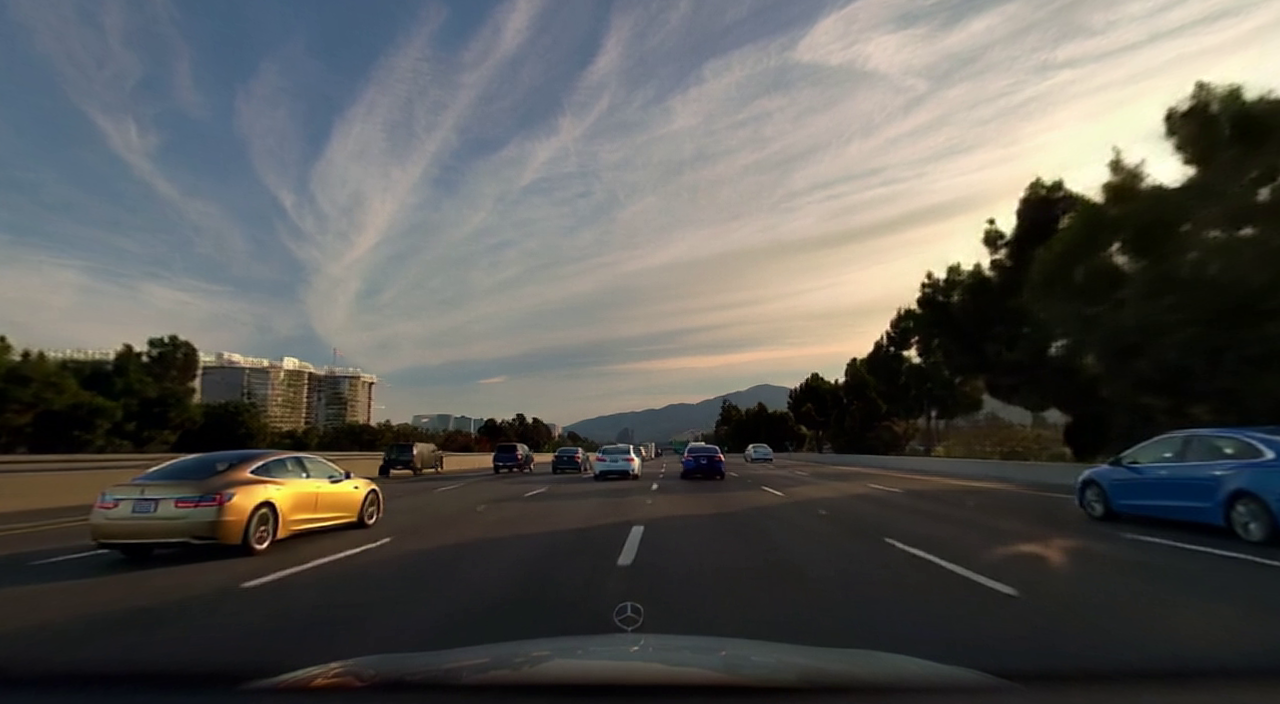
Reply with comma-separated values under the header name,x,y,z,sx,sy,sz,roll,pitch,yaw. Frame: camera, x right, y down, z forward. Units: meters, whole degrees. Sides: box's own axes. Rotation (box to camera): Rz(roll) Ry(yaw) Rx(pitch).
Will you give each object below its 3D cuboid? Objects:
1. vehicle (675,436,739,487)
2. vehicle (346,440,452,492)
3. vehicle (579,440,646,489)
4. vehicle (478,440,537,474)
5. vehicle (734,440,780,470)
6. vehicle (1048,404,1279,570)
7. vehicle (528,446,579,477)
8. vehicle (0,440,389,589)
name,x,y,z,sx,sy,sz,roll,pitch,yaw
vehicle,2.428,4.105,23.969,2.114,1.715,4.136,-1,-8,2
vehicle,-8.725,4.137,23.309,1.947,1.683,4.331,-1,-8,4
vehicle,-0.915,4.113,23.520,2.102,1.624,4.257,-1,-8,3
vehicle,-7.903,6.285,38.081,2.187,1.851,5.085,-1,-8,3
vehicle,7.393,6.525,40.246,2.071,1.754,4.484,-1,-8,1
vehicle,7.721,1.595,7.853,1.960,1.726,5.016,-1,-8,1
vehicle,-4.436,5.683,33.011,1.886,1.455,4.148,-1,-8,3
vehicle,-5.620,1.986,8.756,2.116,1.473,4.644,-1,-8,3
